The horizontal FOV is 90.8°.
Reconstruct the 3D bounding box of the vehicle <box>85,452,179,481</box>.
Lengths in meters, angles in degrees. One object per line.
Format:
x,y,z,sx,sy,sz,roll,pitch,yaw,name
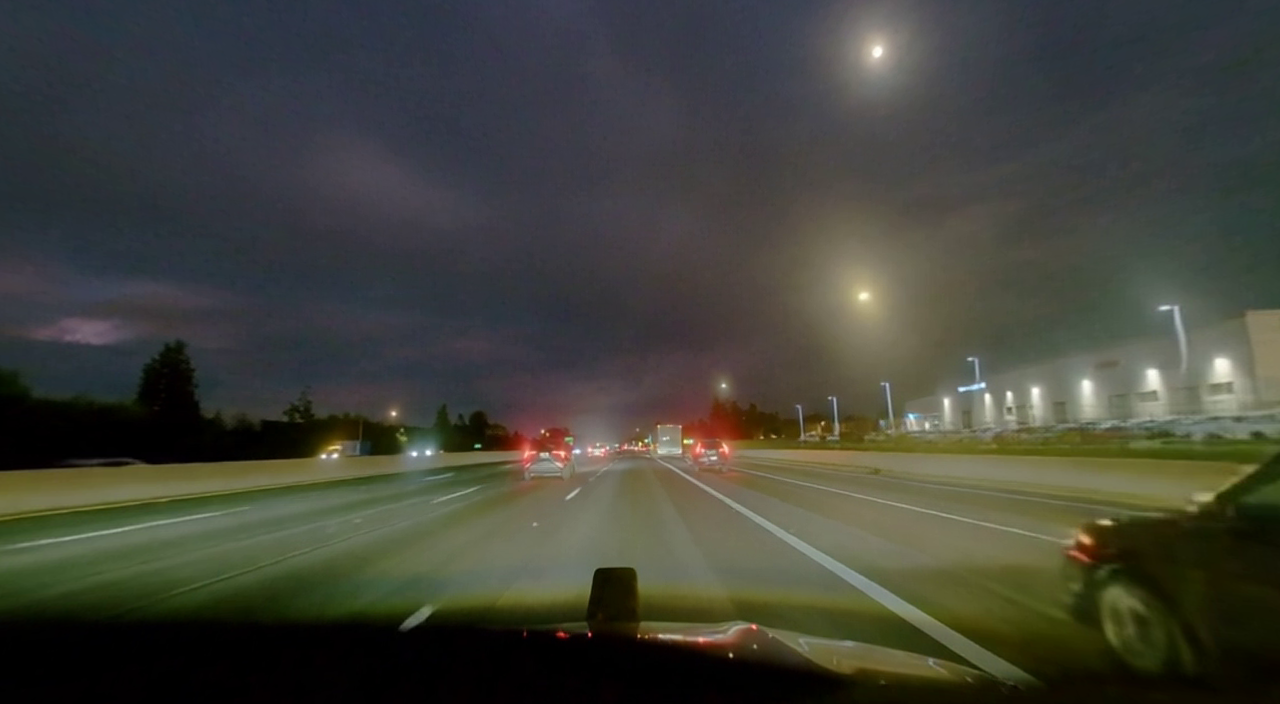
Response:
-28.442,6.390,35.553,1.806,1.471,4.189,0,-8,-1,vehicle

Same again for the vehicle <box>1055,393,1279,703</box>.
3.806,0.803,1.847,1.957,1.510,4.643,0,-8,-1,vehicle

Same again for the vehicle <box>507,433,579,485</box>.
-3.526,3.987,23.817,1.987,1.765,4.508,0,-8,0,vehicle

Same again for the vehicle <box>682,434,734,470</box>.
3.640,5.510,34.871,2.198,1.807,4.530,0,-8,-2,vehicle
